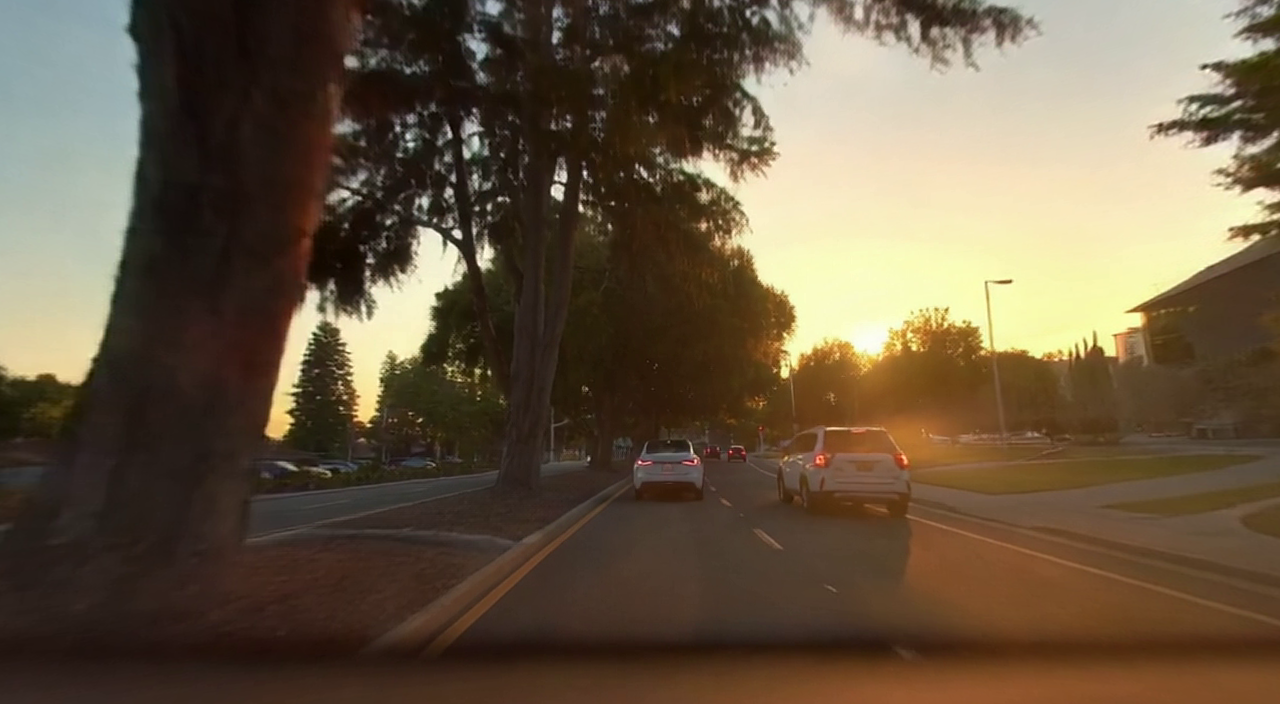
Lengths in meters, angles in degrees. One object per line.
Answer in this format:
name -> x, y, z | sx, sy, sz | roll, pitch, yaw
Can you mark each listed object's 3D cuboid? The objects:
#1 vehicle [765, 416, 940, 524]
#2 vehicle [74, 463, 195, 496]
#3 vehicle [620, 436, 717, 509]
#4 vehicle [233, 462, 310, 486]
vehicle -> 4.187, 2.412, 13.547 | 1.953, 1.818, 5.299 | 0, -8, 1
vehicle -> -27.215, 6.891, 34.062 | 4.951, 1.618, 1.952 | -1, -8, 3
vehicle -> 0.722, 2.976, 16.088 | 2.154, 1.585, 3.997 | -1, -8, 3
vehicle -> -26.125, 8.609, 44.728 | 4.434, 1.582, 1.946 | -2, -8, 10
